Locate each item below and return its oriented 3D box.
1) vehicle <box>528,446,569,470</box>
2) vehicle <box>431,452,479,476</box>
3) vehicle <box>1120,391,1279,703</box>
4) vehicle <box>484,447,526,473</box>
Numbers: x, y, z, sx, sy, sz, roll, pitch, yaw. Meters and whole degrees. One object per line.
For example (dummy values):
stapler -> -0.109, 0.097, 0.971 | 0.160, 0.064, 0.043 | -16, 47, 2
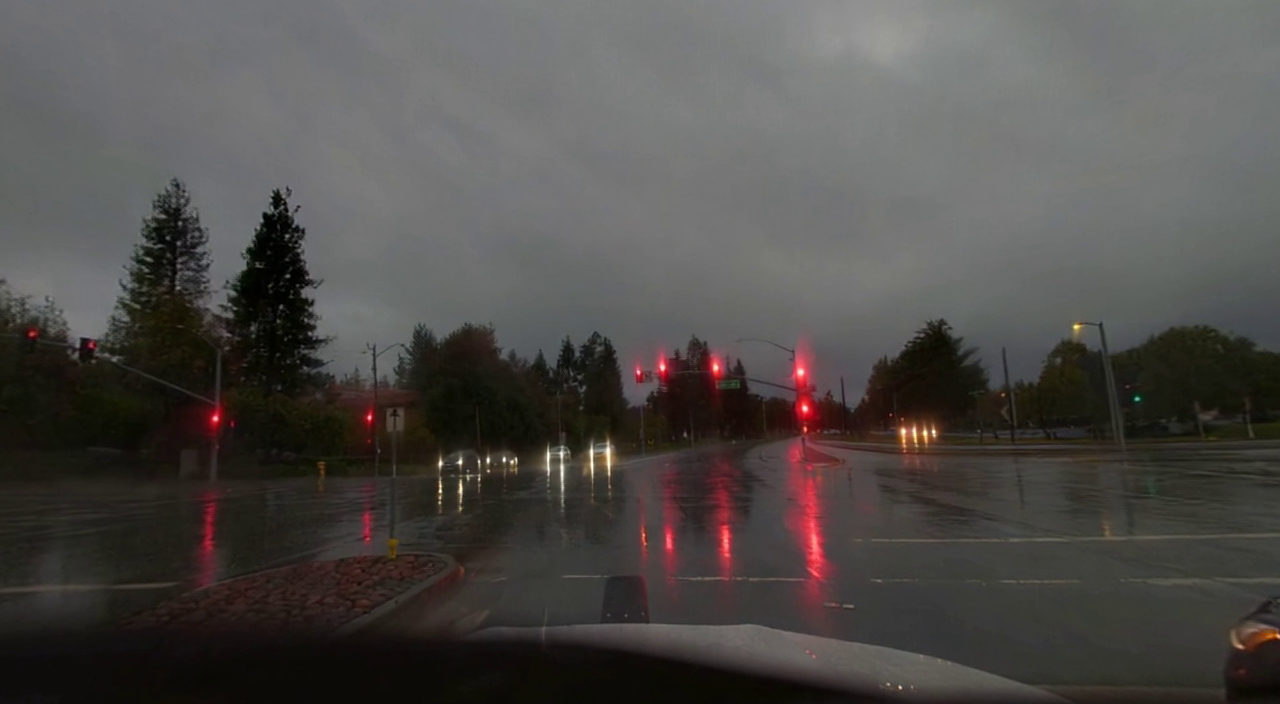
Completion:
vehicle -> -6.535, 7.611, 45.504 | 2.126, 1.657, 4.307 | -1, -9, 3
vehicle -> -13.388, 8.119, 45.992 | 2.101, 1.637, 4.304 | 0, -9, 1
vehicle -> 3.060, 0.618, 0.416 | 1.978, 1.468, 4.544 | 0, -9, 1
vehicle -> -9.766, 7.838, 45.937 | 2.064, 1.725, 4.243 | 0, -9, 1
